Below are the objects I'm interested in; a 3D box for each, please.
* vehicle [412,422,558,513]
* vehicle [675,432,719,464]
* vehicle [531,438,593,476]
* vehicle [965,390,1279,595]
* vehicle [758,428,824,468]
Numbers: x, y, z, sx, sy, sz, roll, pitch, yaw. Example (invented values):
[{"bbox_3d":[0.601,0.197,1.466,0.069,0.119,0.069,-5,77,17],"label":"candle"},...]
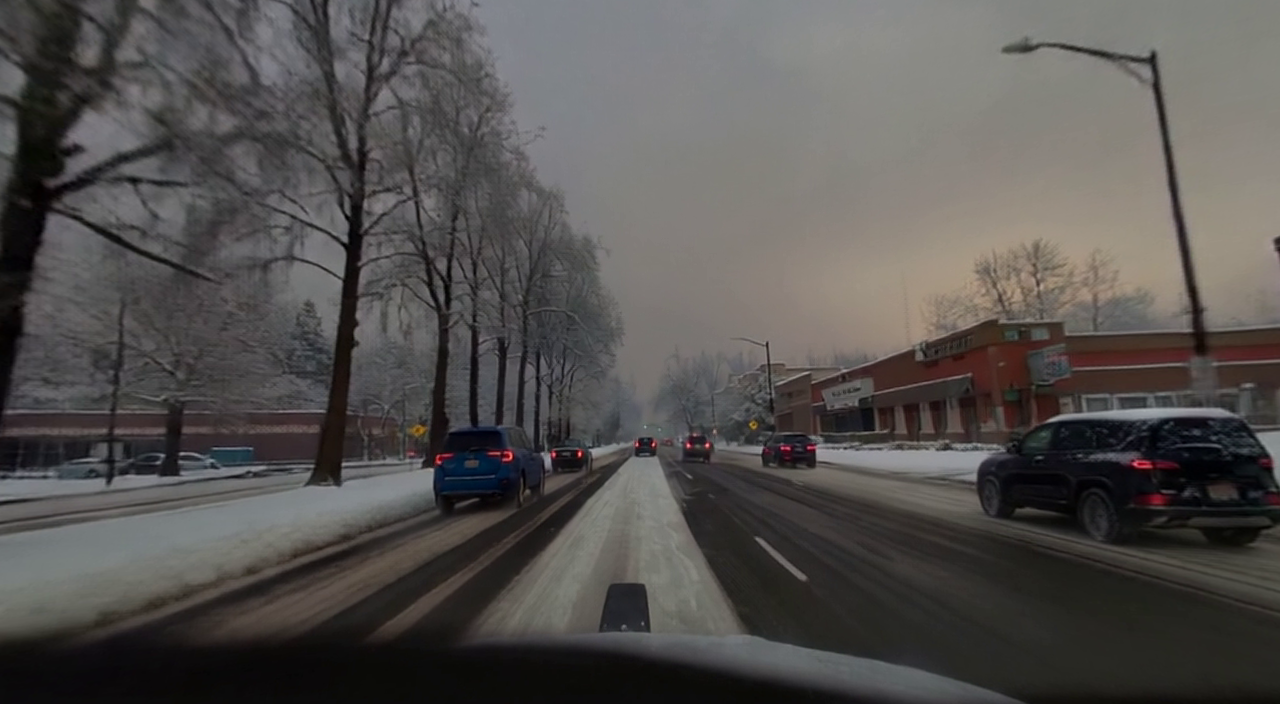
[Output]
[{"bbox_3d":[-3.238,2.523,14.247,2.141,1.719,4.379,0,-8,1],"label":"vehicle"},{"bbox_3d":[3.414,5.918,38.840,2.178,1.804,4.766,0,-8,-1],"label":"vehicle"},{"bbox_3d":[-3.300,4.542,27.499,2.036,1.465,4.301,-1,-8,1],"label":"vehicle"},{"bbox_3d":[6.010,1.472,7.455,2.088,1.666,4.512,-1,-8,3],"label":"vehicle"},{"bbox_3d":[7.291,4.705,30.868,2.076,1.793,4.464,0,-8,0],"label":"vehicle"}]
